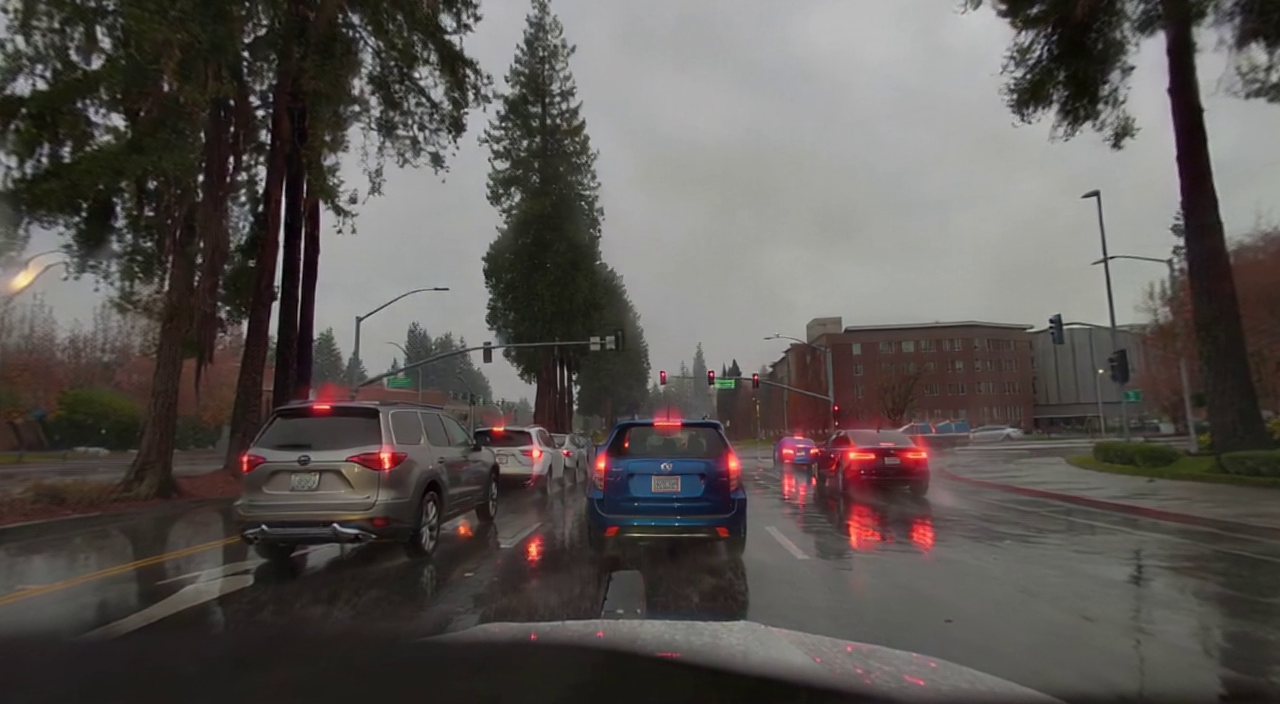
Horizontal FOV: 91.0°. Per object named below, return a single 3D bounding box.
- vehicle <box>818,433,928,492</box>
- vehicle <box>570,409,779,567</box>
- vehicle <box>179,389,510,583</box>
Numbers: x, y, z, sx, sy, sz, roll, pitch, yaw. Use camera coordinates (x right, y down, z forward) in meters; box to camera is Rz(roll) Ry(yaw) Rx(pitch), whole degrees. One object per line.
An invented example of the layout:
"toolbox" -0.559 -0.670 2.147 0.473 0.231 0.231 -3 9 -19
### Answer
"vehicle" 7.077 3.386 19.627 2.067 1.599 4.251 -1 -8 4
"vehicle" 0.386 1.744 8.774 2.189 1.649 4.171 0 -8 1
"vehicle" -3.243 1.577 8.174 2.085 1.812 4.388 0 -8 1
